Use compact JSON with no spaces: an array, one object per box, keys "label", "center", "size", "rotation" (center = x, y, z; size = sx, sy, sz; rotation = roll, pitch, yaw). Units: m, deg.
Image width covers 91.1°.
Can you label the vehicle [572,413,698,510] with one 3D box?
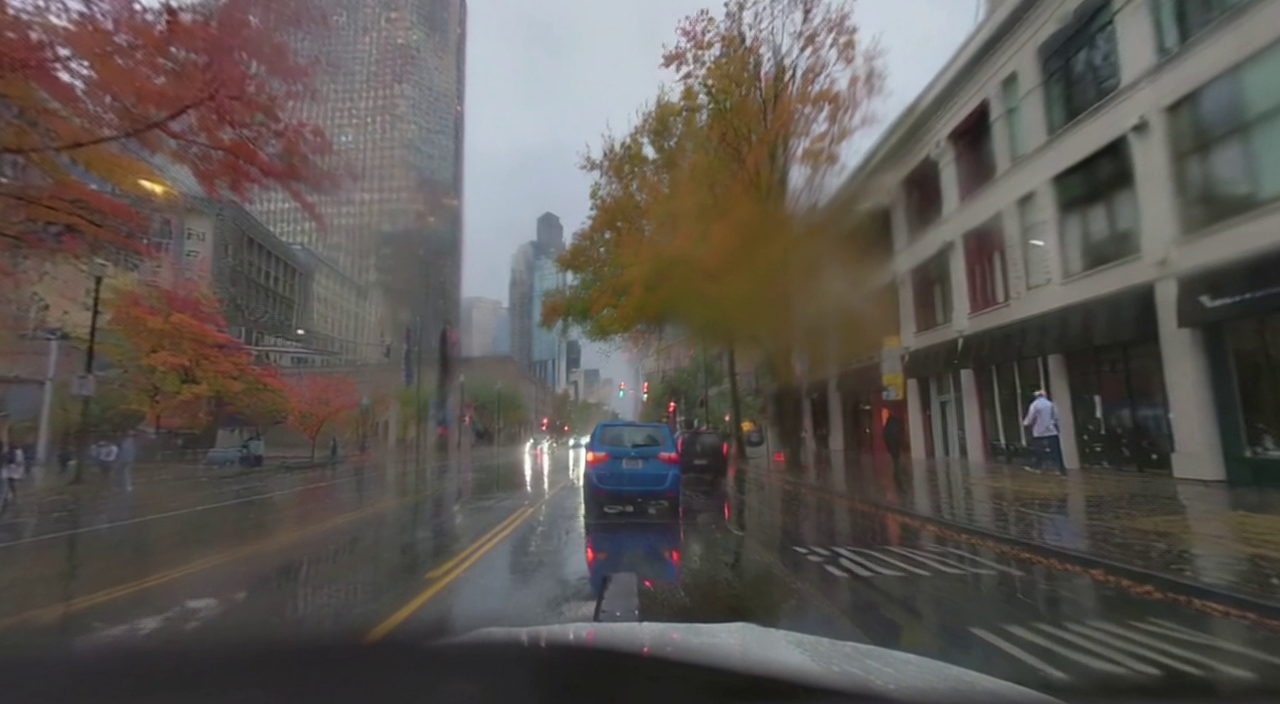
[{"label":"vehicle","center":[-0.127,2.262,13.495],"size":[2.274,1.736,4.083],"rotation":[0,-8,-1]}]

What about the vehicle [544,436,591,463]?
[{"label":"vehicle","center":[-4.032,5.498,35.663],"size":[2.096,1.415,4.515],"rotation":[0,-8,0]}]

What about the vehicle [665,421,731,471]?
[{"label":"vehicle","center":[2.428,4.080,27.502],"size":[2.147,1.968,4.478],"rotation":[1,-8,-4]}]
